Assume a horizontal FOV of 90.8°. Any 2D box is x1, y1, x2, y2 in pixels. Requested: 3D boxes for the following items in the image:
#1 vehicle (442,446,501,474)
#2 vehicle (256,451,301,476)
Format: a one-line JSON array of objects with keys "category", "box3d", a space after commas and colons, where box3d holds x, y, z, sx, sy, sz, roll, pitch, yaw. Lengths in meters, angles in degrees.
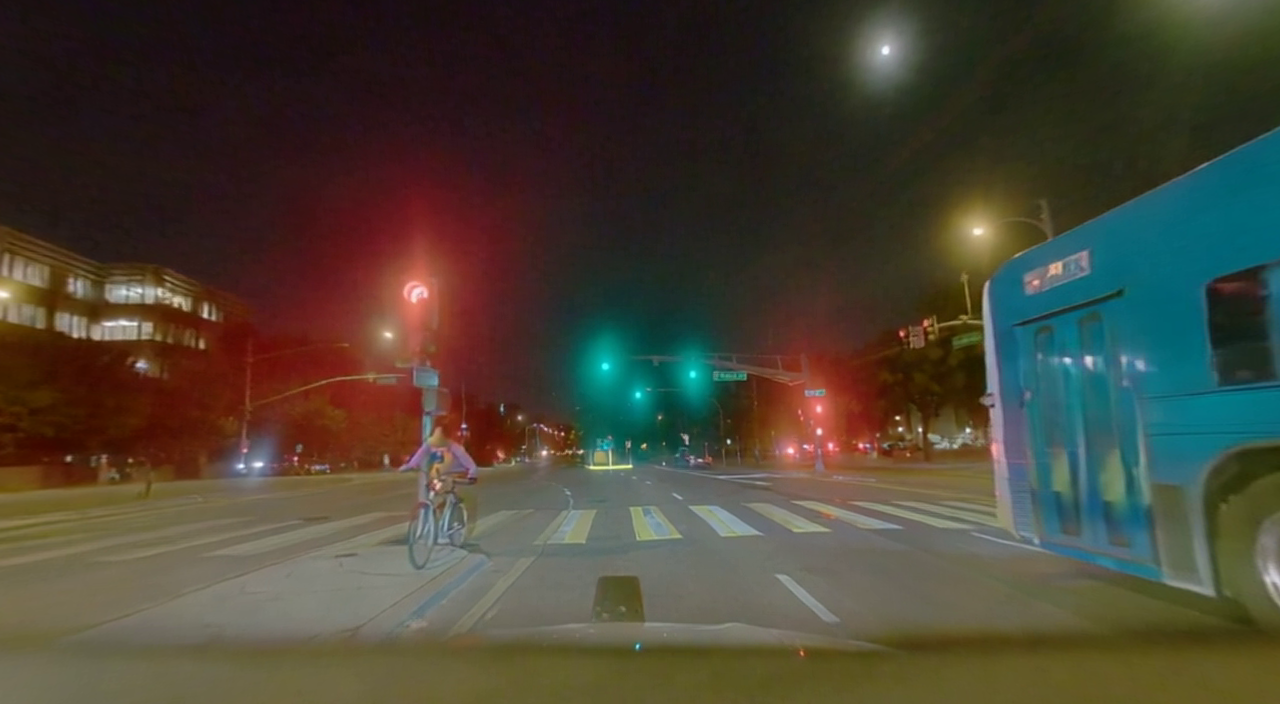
[{"category": "vehicle", "box3d": [-10.104, 6.368, 37.634, 2.123, 1.544, 4.158, 5, -10, -33]}, {"category": "vehicle", "box3d": [-28.604, 8.759, 49.876, 2.199, 1.838, 4.222, 7, -11, -40]}]
